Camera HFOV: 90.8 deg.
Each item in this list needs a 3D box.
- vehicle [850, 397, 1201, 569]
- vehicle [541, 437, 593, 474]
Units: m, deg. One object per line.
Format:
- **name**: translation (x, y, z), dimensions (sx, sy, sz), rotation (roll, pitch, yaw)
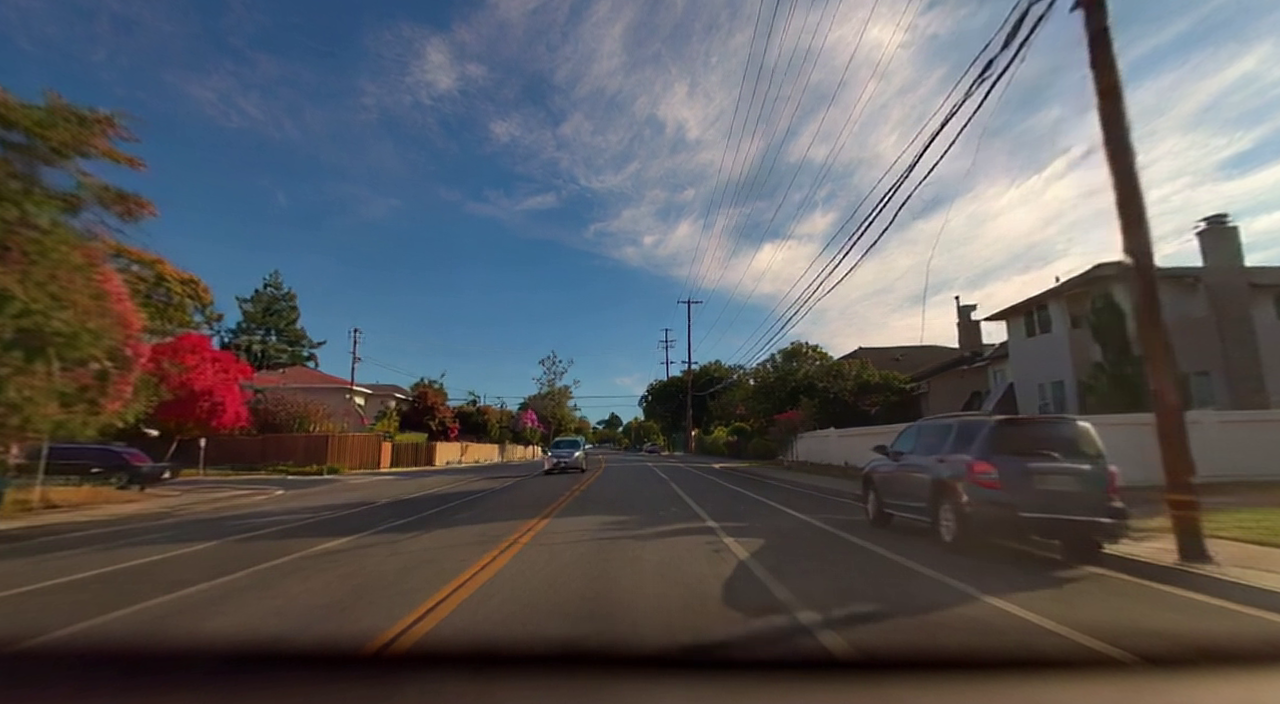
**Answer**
- **vehicle**: translation (5.433, 1.944, 10.212), dimensions (2.238, 1.995, 5.491), rotation (0, -9, 1)
- **vehicle**: translation (-3.964, 5.791, 35.421), dimensions (2.357, 1.893, 5.084), rotation (0, -9, 0)
